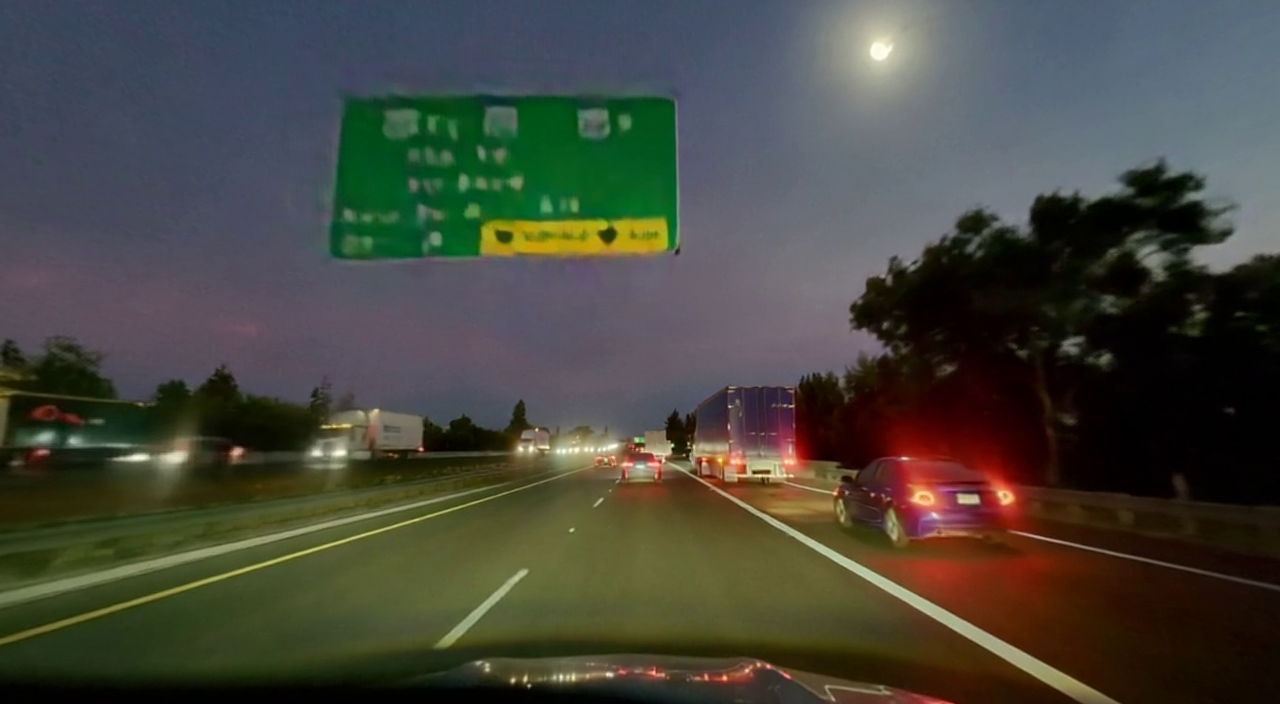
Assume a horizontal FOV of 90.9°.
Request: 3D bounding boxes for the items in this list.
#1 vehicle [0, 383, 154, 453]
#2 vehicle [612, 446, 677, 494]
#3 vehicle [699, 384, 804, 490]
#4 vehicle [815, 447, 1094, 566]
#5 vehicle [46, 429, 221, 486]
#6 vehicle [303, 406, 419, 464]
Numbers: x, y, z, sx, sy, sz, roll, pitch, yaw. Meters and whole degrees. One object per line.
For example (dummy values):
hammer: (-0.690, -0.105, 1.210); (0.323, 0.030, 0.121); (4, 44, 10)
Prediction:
vehicle: (-19.977, 2.393, 21.572); (2.268, 2.025, 5.234); (0, -10, 2)
vehicle: (0.149, 4.143, 22.371); (2.089, 1.516, 4.191); (0, -9, 0)
vehicle: (4.876, 4.310, 30.994); (2.877, 4.035, 13.897); (0, -9, 1)
vehicle: (4.323, 2.177, 9.673); (2.037, 1.377, 4.407); (0, -9, 0)
vehicle: (-15.519, 3.279, 19.672); (1.837, 1.566, 4.209); (0, -9, 2)
vehicle: (-19.408, 6.092, 45.014); (2.806, 3.616, 11.656); (0, -9, 1)
